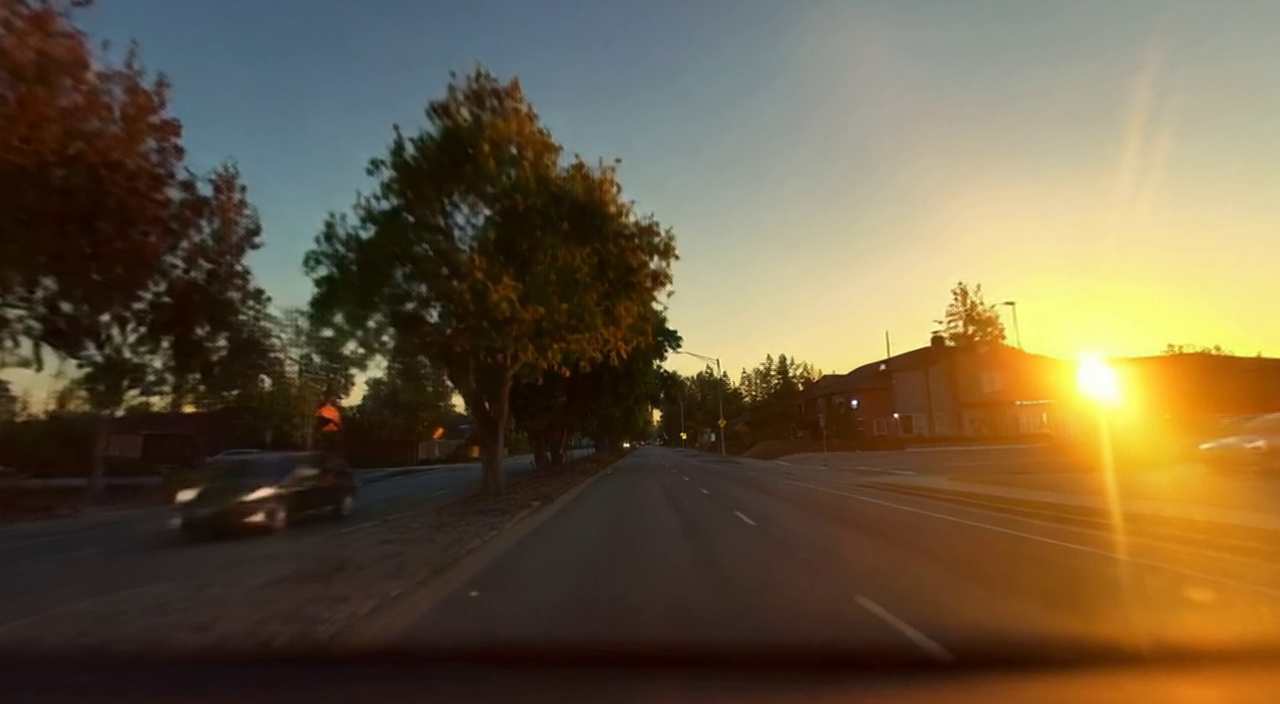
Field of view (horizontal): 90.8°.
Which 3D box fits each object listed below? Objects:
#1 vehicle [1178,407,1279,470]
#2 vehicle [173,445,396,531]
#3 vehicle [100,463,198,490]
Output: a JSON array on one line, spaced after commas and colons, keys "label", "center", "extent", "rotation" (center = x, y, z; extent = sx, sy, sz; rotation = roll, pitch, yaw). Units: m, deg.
[{"label": "vehicle", "center": [16.541, 2.143, 15.696], "extent": [4.506, 1.461, 1.955], "rotation": [0, -8, -1]}, {"label": "vehicle", "center": [-7.190, 2.749, 13.499], "extent": [2.079, 1.489, 4.515], "rotation": [0, -8, 1]}, {"label": "vehicle", "center": [-29.028, 7.362, 37.449], "extent": [4.279, 1.437, 1.872], "rotation": [-1, -8, 3]}]
